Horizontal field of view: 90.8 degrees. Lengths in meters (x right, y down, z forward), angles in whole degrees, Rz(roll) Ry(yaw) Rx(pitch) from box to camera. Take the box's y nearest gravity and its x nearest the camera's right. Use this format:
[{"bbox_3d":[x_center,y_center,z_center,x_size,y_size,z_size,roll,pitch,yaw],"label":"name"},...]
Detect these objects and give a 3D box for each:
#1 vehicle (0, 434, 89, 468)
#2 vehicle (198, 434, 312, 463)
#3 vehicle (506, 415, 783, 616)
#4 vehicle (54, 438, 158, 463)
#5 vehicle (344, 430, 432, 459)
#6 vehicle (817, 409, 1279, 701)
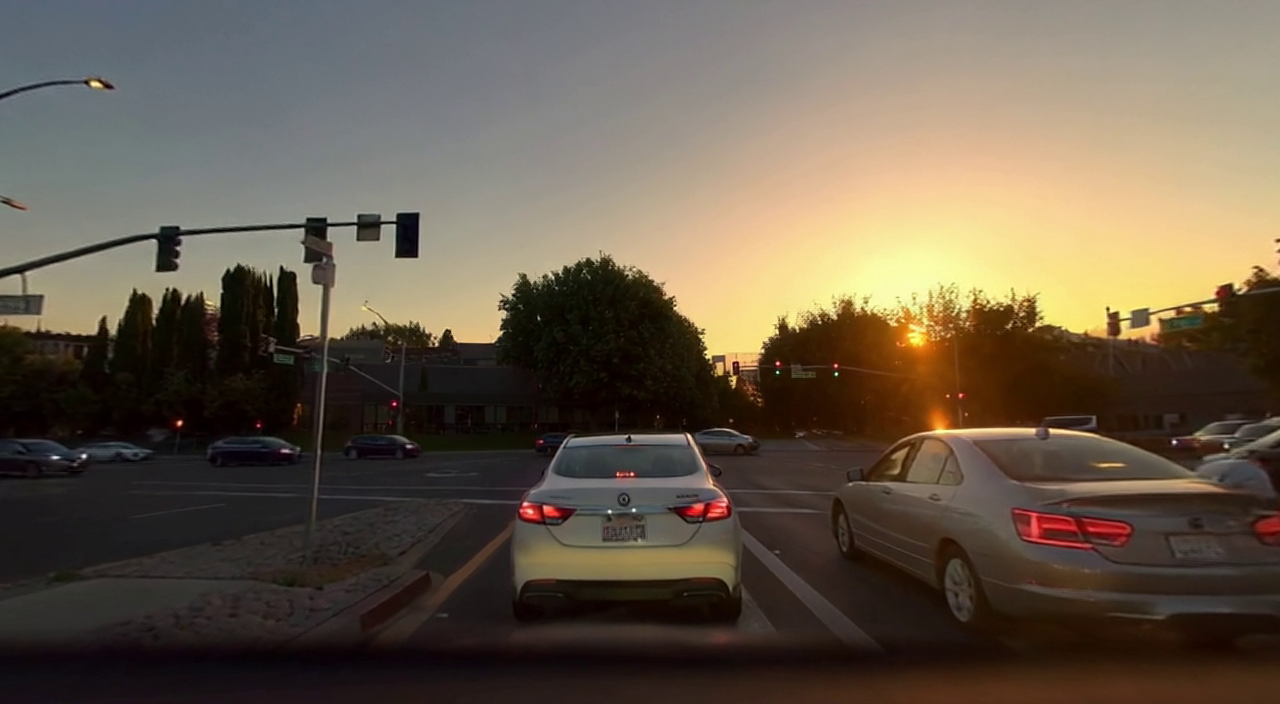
[{"bbox_3d":[-30.497,4.927,31.471,4.517,1.637,1.935,-1,-9,7],"label":"vehicle"},{"bbox_3d":[-20.672,5.206,34.053,4.869,1.502,1.979,0,-8,3],"label":"vehicle"},{"bbox_3d":[0.038,1.516,6.787,2.026,1.458,4.175,0,-9,0],"label":"vehicle"},{"bbox_3d":[-32.456,6.013,38.469,4.828,1.467,1.963,-1,-9,7],"label":"vehicle"},{"bbox_3d":[-15.173,5.605,38.239,4.526,1.649,1.920,1,-9,-5],"label":"vehicle"},{"bbox_3d":[3.096,1.363,5.478,1.861,1.479,4.371,0,-8,0],"label":"vehicle"}]
